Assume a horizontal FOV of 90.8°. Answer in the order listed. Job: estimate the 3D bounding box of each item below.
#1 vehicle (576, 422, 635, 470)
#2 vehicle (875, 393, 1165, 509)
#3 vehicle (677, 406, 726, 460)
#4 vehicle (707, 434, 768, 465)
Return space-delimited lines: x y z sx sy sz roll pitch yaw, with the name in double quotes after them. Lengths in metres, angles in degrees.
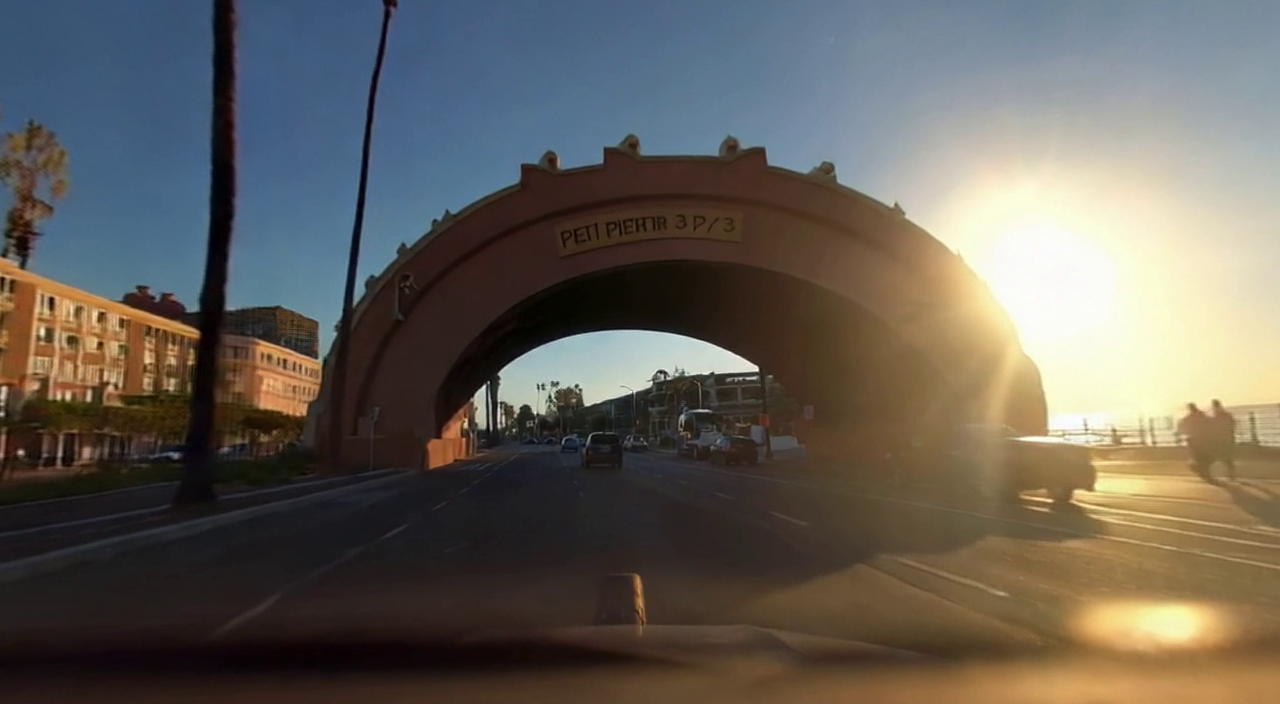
-1.779 4.426 29.817 2.284 2.010 6.670 1 -8 -7 "vehicle"
7.878 2.175 14.167 2.417 2.030 5.711 1 -8 -7 "vehicle"
4.102 5.477 42.734 2.821 3.470 3.590 0 -8 -1 "vehicle"
5.083 5.174 33.577 2.015 1.486 4.501 1 -8 -7 "vehicle"
